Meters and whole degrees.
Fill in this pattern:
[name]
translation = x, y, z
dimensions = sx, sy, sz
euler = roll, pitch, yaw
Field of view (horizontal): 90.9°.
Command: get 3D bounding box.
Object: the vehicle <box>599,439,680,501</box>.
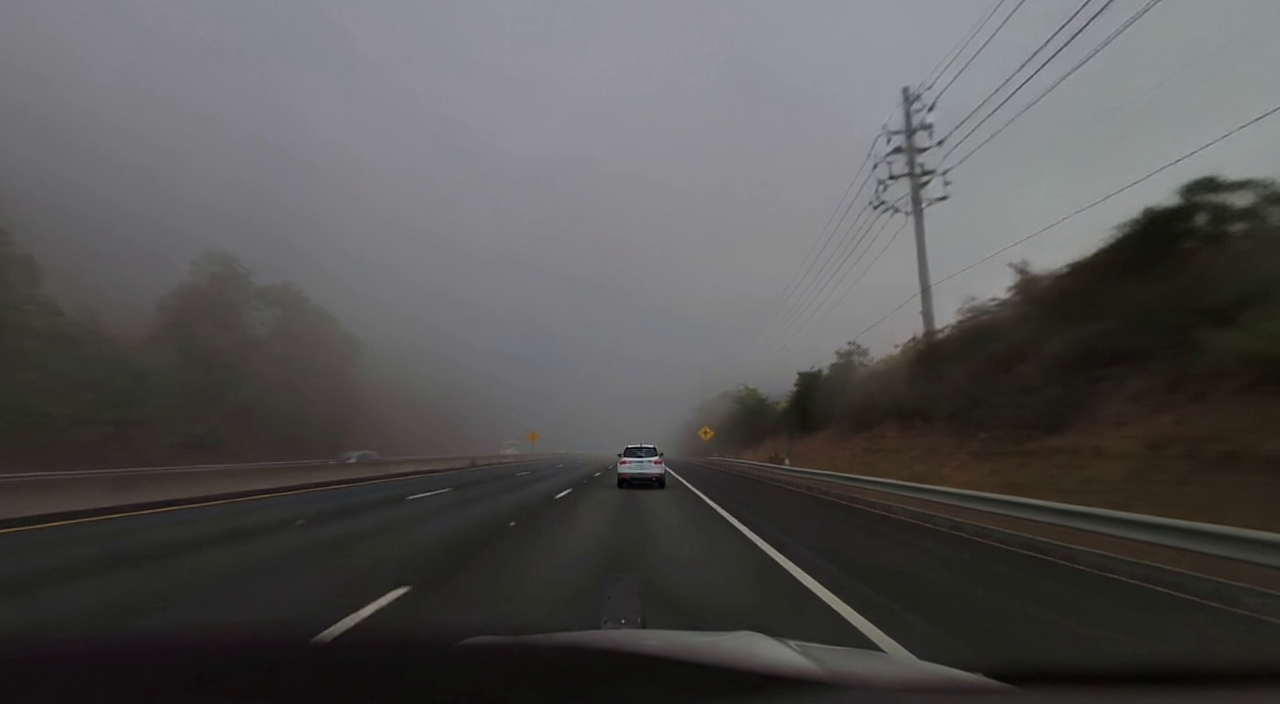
[vehicle]
translation = -0.048, 3.201, 17.491
dimensions = 1.966, 1.499, 4.298
euler = 0, -9, -1
